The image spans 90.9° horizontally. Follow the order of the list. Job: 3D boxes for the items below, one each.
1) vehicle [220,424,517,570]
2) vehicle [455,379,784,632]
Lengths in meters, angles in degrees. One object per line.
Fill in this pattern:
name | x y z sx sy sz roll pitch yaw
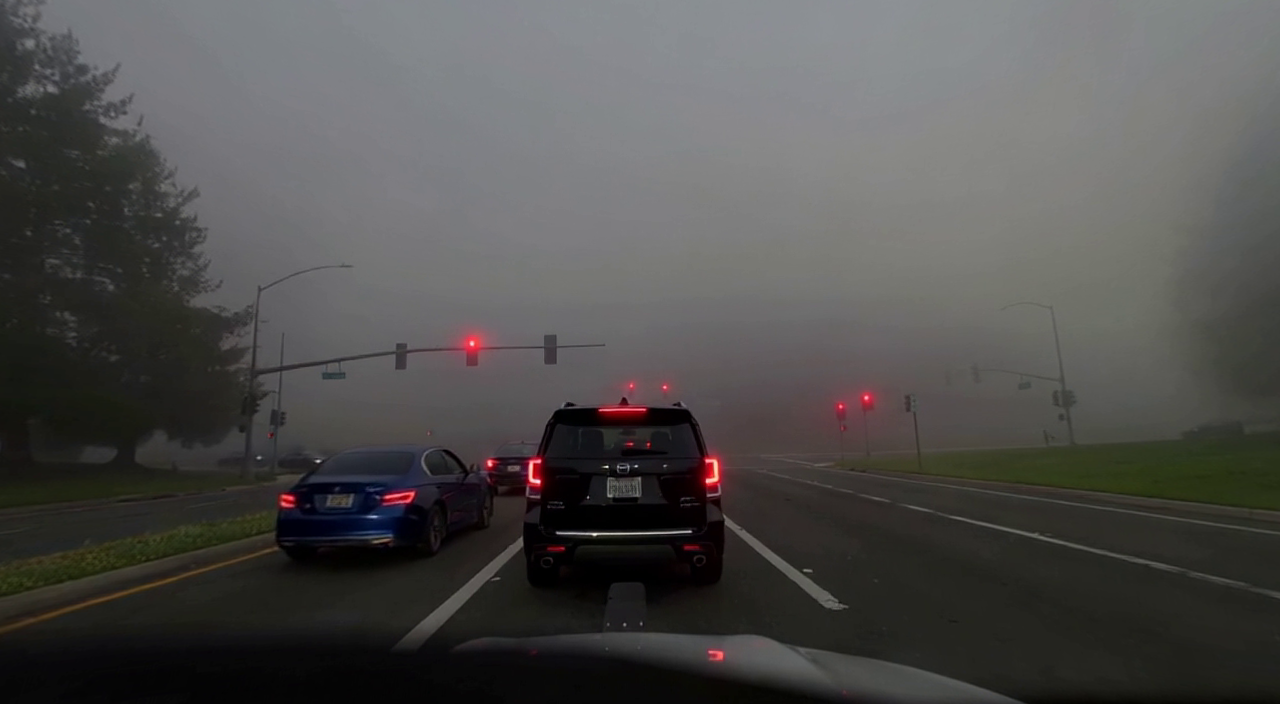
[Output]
vehicle | -3.352 1.897 9.229 2.061 1.504 5.142 0 -8 0
vehicle | -0.167 1.380 6.584 2.298 1.770 4.138 0 -8 -1
